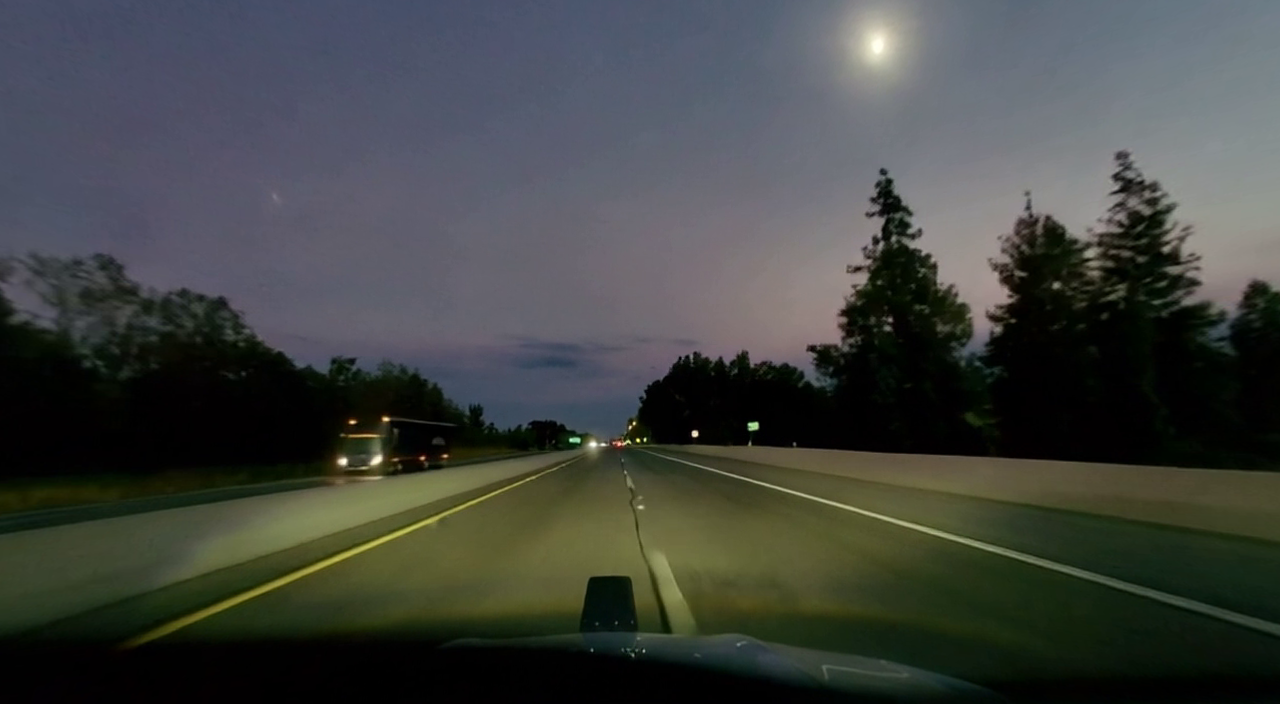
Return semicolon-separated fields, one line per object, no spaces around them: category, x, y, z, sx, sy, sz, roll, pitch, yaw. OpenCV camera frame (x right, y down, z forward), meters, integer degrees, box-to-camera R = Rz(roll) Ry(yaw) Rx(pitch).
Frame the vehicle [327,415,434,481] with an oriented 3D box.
vehicle;-16.024;6.039;39.921;2.767;3.576;10.408;0;-8;-3
